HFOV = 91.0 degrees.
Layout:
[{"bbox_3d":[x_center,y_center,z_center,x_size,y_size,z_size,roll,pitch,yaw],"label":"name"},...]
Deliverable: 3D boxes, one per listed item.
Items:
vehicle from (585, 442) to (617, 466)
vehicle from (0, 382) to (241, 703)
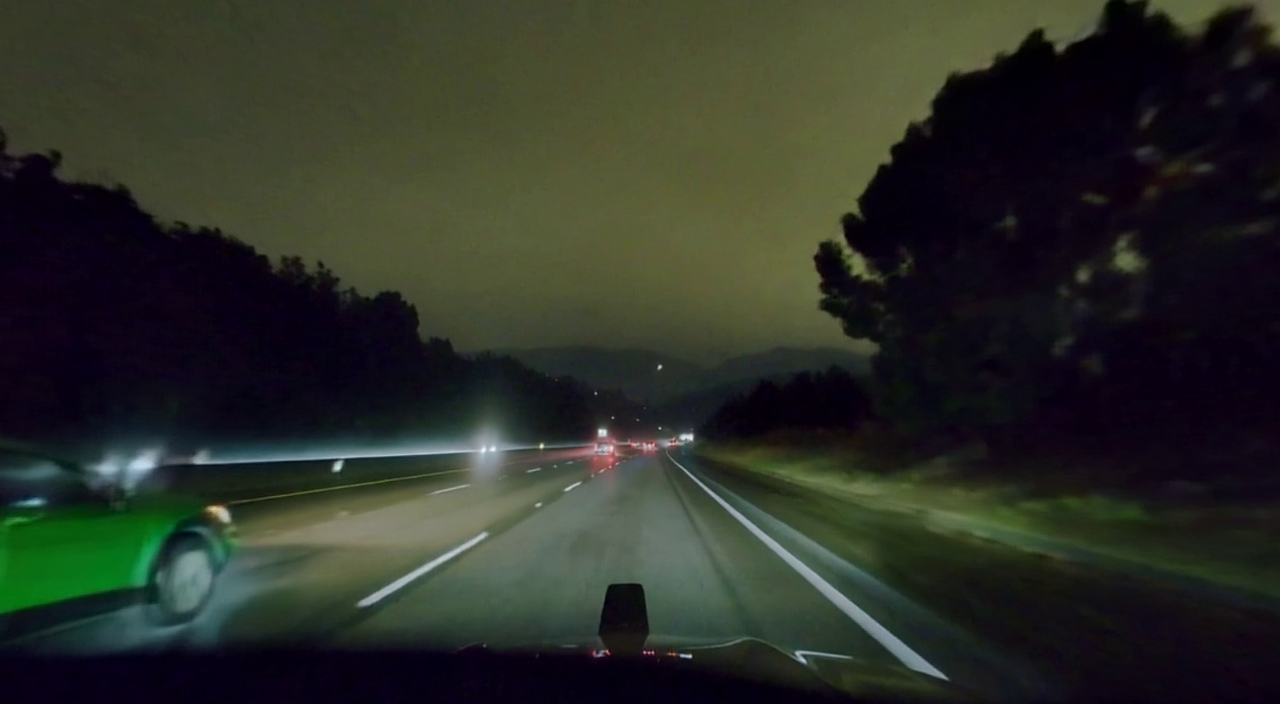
[{"bbox_3d":[-2.667,7.094,44.103,2.015,1.561,4.469,0,-8,0],"label":"vehicle"},{"bbox_3d":[-3.936,0.842,2.375,1.993,1.538,4.192,0,-8,2],"label":"vehicle"}]
